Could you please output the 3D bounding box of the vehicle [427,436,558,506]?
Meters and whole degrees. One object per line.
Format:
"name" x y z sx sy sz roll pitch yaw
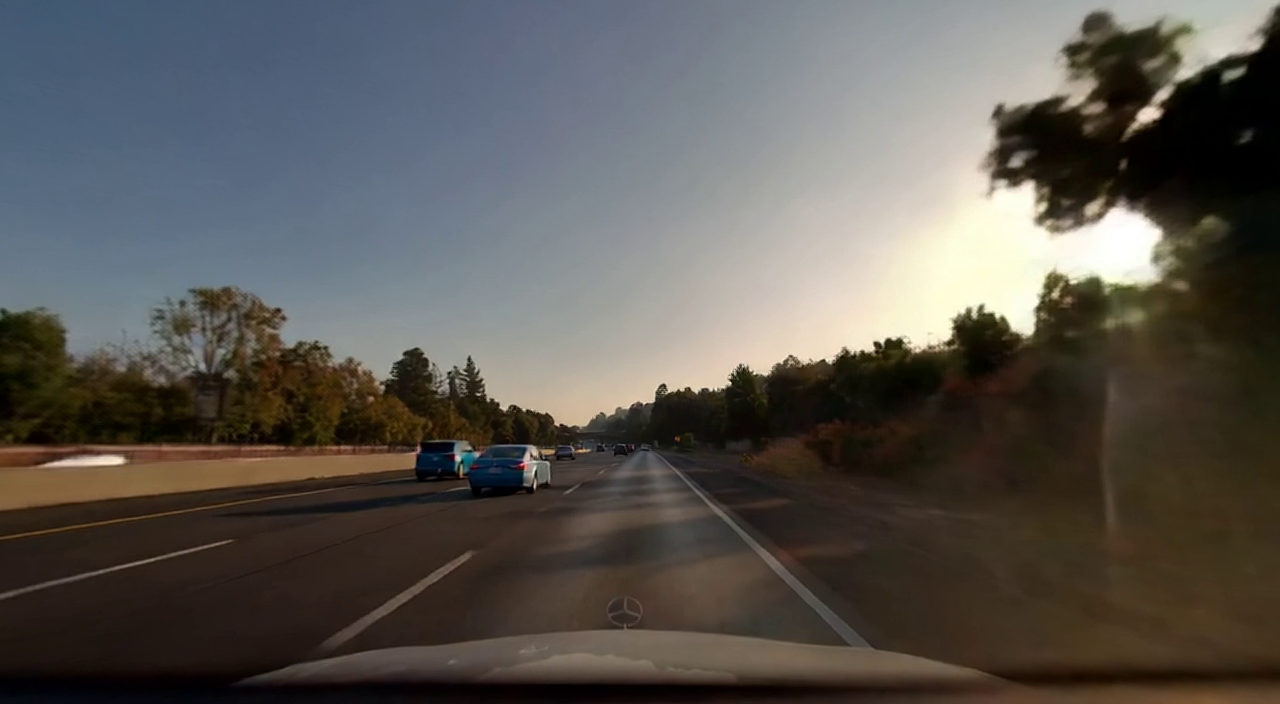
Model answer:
"vehicle" -3.575 2.993 16.389 2.081 1.514 4.943 0 -8 1
